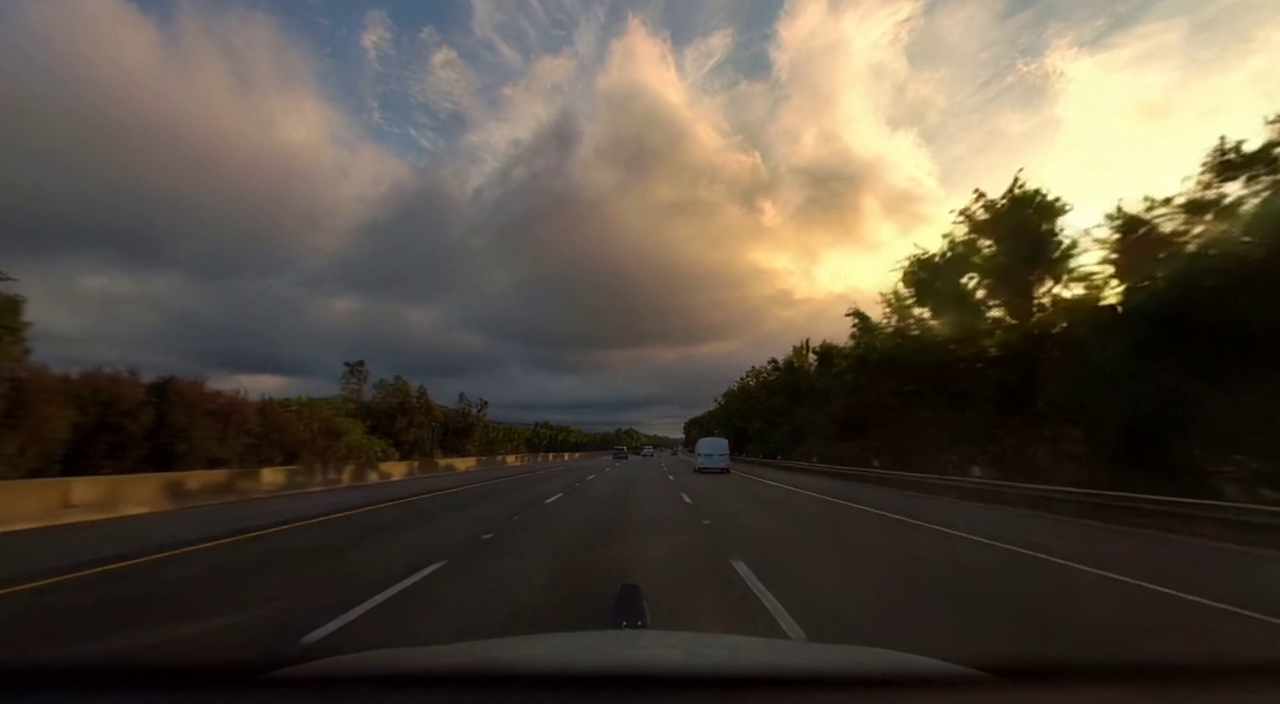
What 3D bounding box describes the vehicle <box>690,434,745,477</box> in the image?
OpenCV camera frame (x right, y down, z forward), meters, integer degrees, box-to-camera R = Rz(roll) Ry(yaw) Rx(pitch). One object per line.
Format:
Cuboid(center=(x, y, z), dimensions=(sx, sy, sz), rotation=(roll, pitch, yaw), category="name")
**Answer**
Cuboid(center=(3.869, 5.317, 32.422), dimensions=(2.219, 2.033, 4.911), rotation=(0, -9, 1), category="vehicle")
